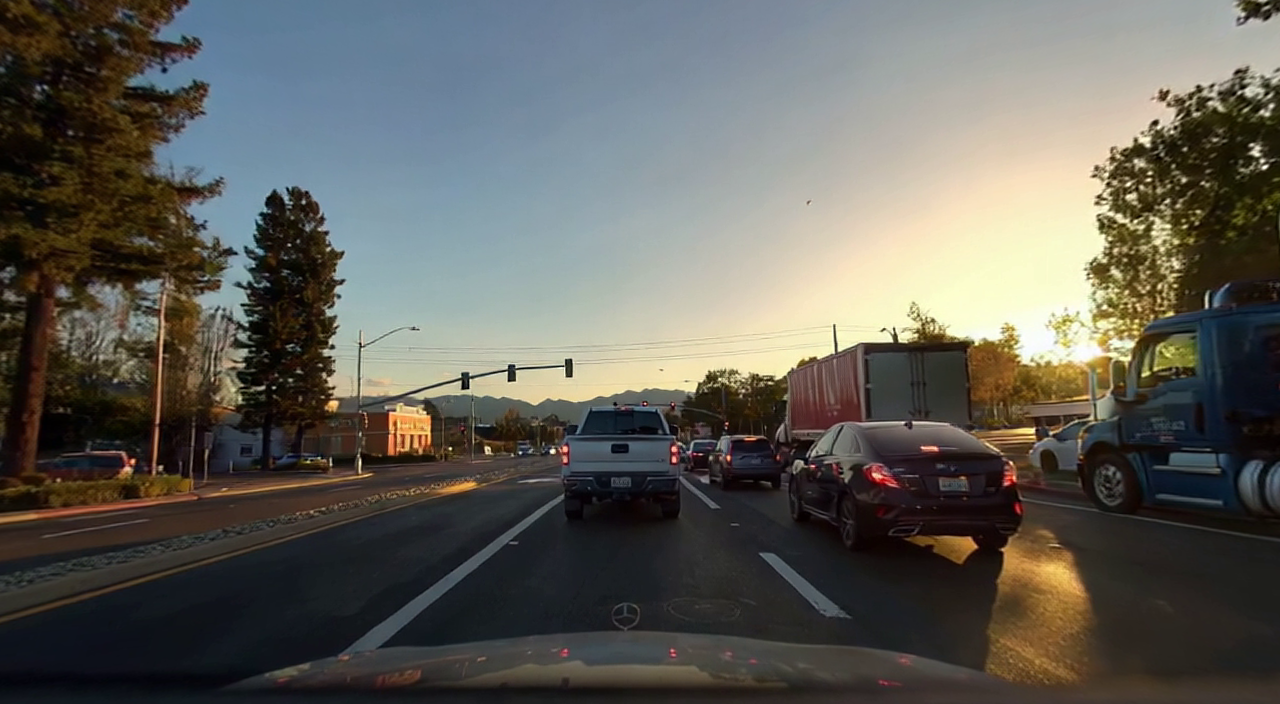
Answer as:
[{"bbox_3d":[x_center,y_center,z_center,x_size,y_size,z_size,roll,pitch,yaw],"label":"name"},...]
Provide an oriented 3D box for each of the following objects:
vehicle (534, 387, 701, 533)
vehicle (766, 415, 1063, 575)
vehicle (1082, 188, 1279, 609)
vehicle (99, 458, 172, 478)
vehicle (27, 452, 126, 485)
[{"bbox_3d":[-0.370,2.005,12.131,2.499,2.183,5.111,0,-9,-1],"label":"vehicle"},{"bbox_3d":[3.263,1.810,8.904,1.905,1.587,4.998,0,-9,0],"label":"vehicle"},{"bbox_3d":[6.521,0.116,3.377,2.802,3.322,7.429,0,-9,0],"label":"vehicle"},{"bbox_3d":[-38.193,8.784,47.852,4.150,1.474,1.826,-1,-9,7],"label":"vehicle"},{"bbox_3d":[-28.577,5.888,32.196,1.730,1.534,3.922,1,-9,-7],"label":"vehicle"}]
